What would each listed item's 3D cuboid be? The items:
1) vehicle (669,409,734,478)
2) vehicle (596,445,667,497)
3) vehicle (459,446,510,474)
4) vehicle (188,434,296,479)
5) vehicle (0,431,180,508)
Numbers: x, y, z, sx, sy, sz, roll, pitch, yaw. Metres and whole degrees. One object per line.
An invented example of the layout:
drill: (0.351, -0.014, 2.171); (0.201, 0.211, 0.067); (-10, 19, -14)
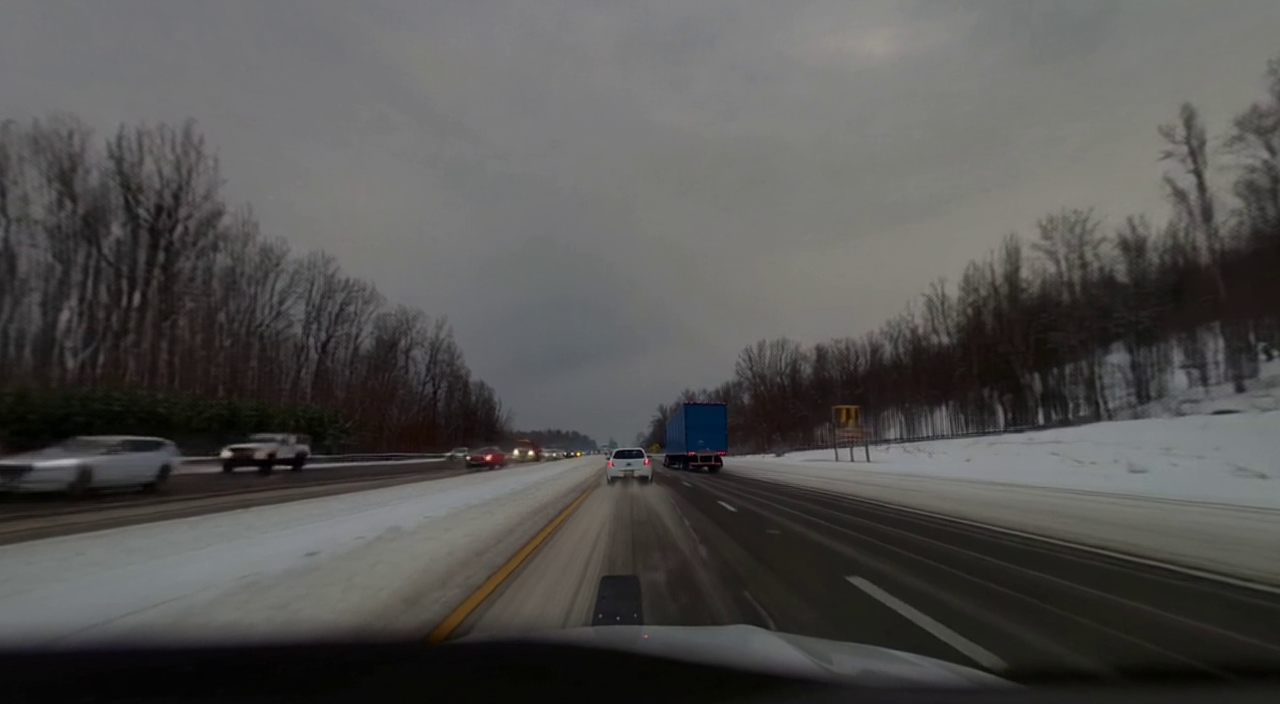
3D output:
vehicle: (3.918, 6.584, 43.973); (2.900, 4.013, 14.455); (0, -10, -1)
vehicle: (-0.315, 3.888, 20.792); (2.099, 1.506, 4.097); (0, -9, -2)
vehicle: (-9.189, 6.378, 37.333); (1.979, 1.523, 4.461); (0, -9, -1)
vehicle: (-18.357, 4.861, 29.247); (2.064, 1.914, 4.660); (0, -9, -2)
vehicle: (-13.544, 2.721, 14.830); (1.953, 1.544, 4.444); (-1, -9, -1)
